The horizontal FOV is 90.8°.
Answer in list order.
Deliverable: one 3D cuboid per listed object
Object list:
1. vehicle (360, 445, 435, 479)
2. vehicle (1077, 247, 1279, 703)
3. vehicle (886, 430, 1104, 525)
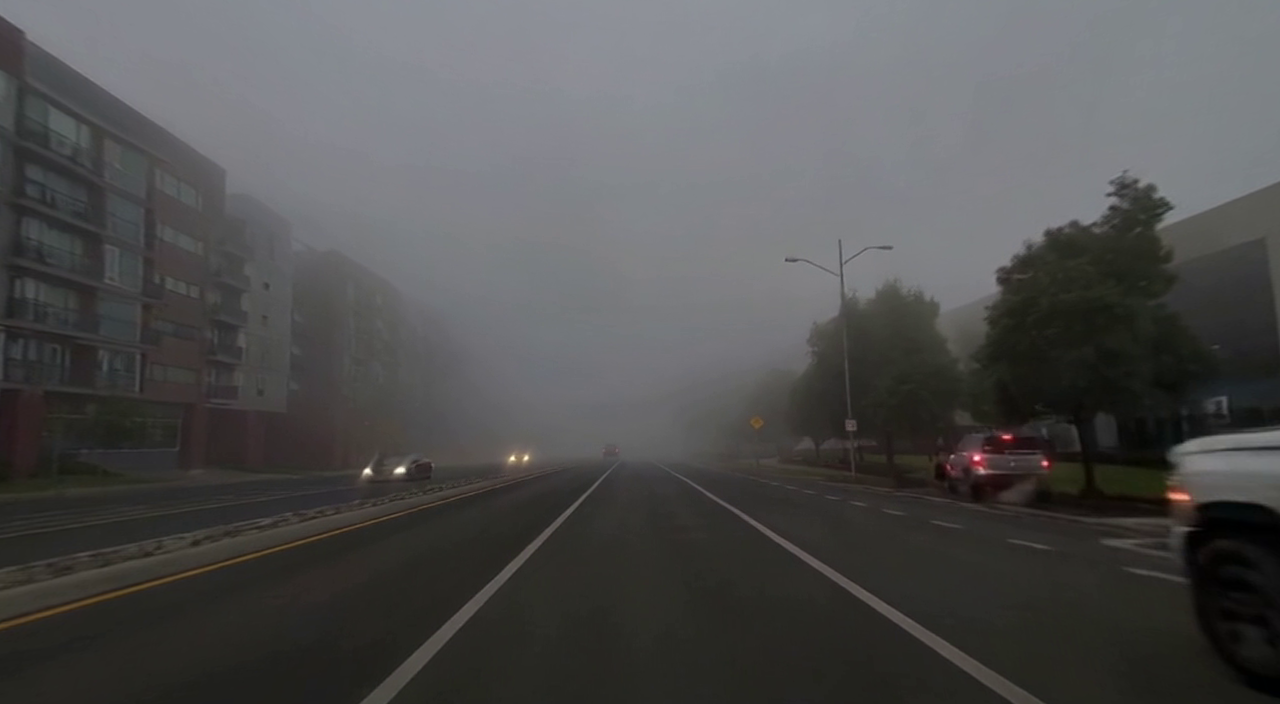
[{"bbox_3d":[-11.409,5.202,30.087,1.834,1.482,4.349,0,-9,0],"label":"vehicle"},{"bbox_3d":[4.714,0.437,1.694,2.723,2.409,5.869,0,-9,-1],"label":"vehicle"},{"bbox_3d":[7.577,2.699,14.229,2.011,1.744,4.811,0,-9,-1],"label":"vehicle"}]
